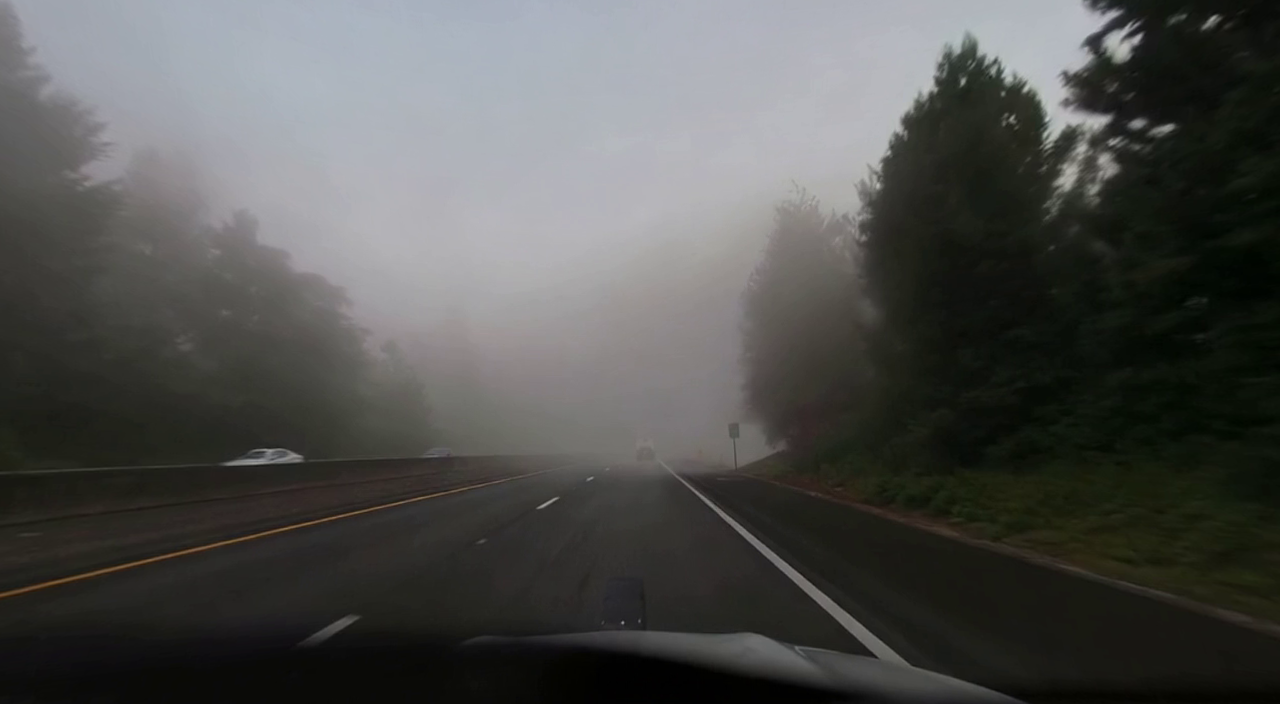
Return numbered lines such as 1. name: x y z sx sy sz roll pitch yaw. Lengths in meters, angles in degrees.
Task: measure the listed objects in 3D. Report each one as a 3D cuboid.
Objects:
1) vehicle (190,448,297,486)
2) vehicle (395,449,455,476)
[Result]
1. vehicle: -16.461 4.769 26.466 1.806 1.422 4.110 0 -9 0
2. vehicle: -12.645 6.530 37.386 1.908 1.491 4.440 0 -9 1
